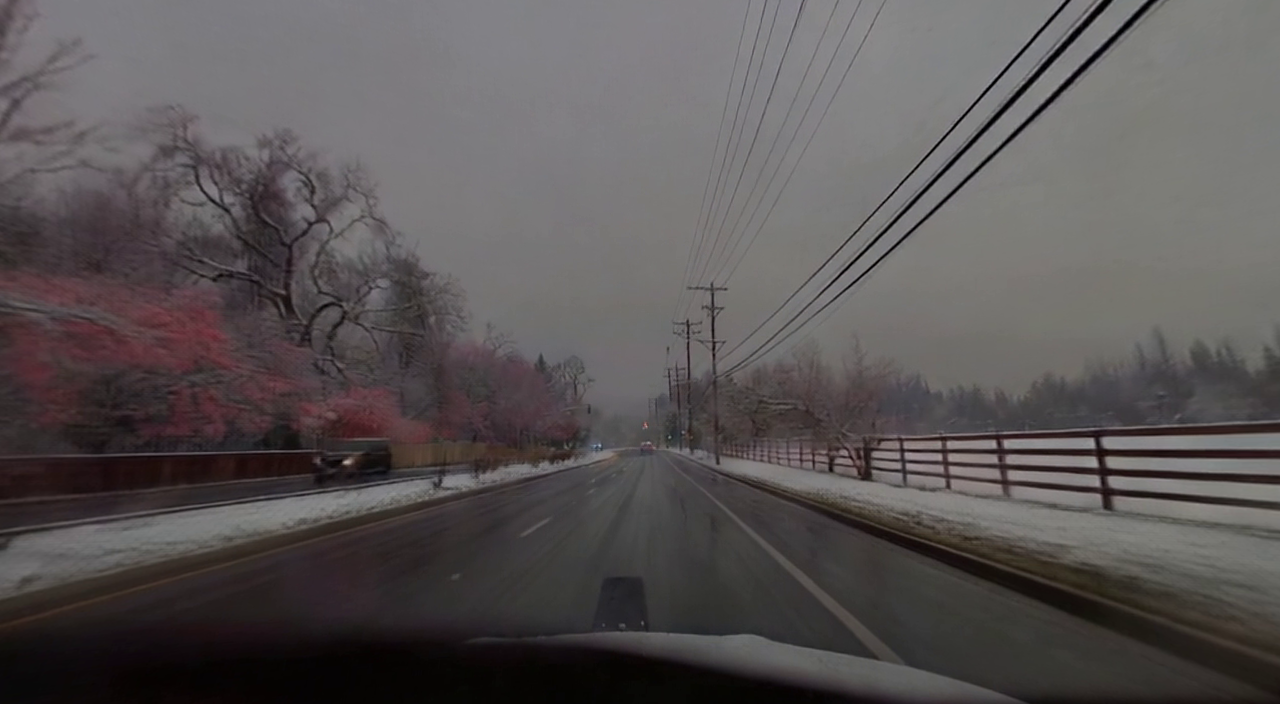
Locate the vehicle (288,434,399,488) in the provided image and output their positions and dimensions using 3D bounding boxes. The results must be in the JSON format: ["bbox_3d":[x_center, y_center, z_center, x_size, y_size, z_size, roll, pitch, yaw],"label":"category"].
[{"bbox_3d":[-11.000,4.054,23.790,2.044,1.815,4.244,0,-8,1],"label":"vehicle"}]
